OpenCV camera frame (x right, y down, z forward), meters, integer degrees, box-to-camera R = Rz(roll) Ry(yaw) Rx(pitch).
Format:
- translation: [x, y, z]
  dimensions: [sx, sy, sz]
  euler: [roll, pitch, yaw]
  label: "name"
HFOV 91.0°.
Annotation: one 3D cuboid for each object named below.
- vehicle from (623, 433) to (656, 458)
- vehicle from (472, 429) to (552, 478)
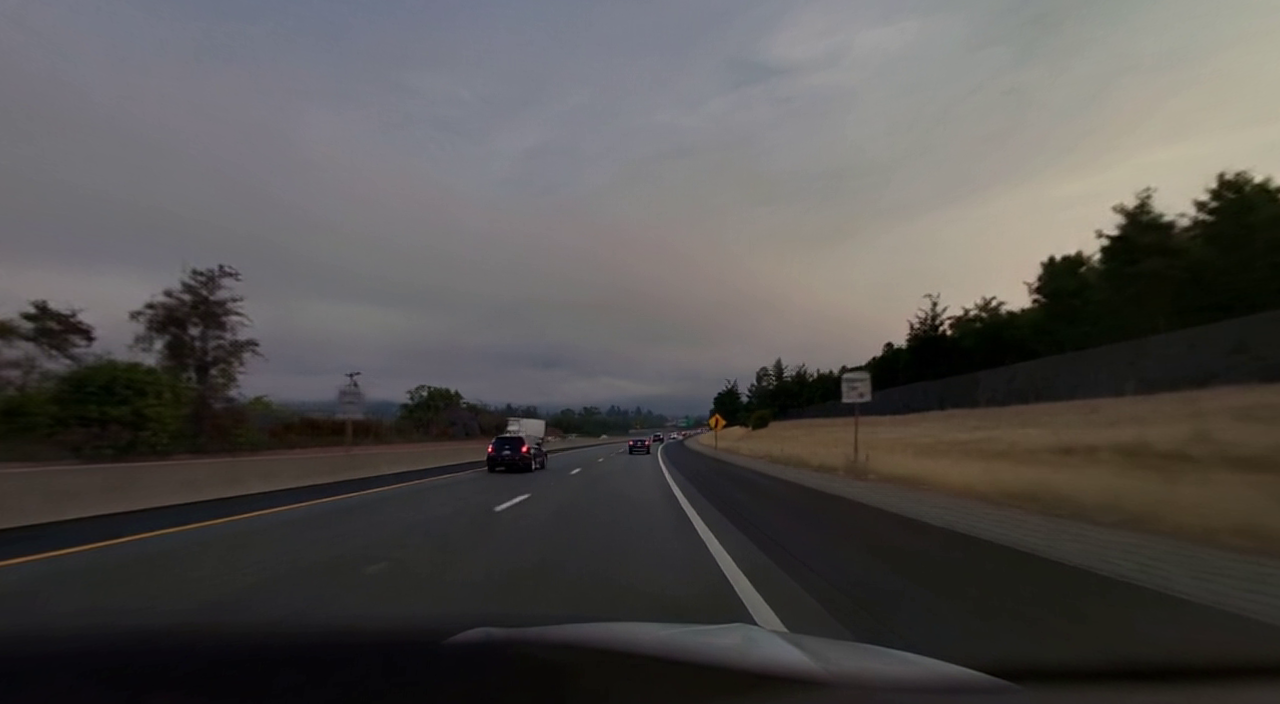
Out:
- translation: [-0.056, 6.492, 43.758]
  dimensions: [2.146, 1.636, 4.026]
  euler: [0, -8, 0]
  label: "vehicle"
- translation: [-4.683, 3.793, 23.716]
  dimensions: [2.075, 1.653, 4.317]
  euler: [-1, -8, 1]
  label: "vehicle"
